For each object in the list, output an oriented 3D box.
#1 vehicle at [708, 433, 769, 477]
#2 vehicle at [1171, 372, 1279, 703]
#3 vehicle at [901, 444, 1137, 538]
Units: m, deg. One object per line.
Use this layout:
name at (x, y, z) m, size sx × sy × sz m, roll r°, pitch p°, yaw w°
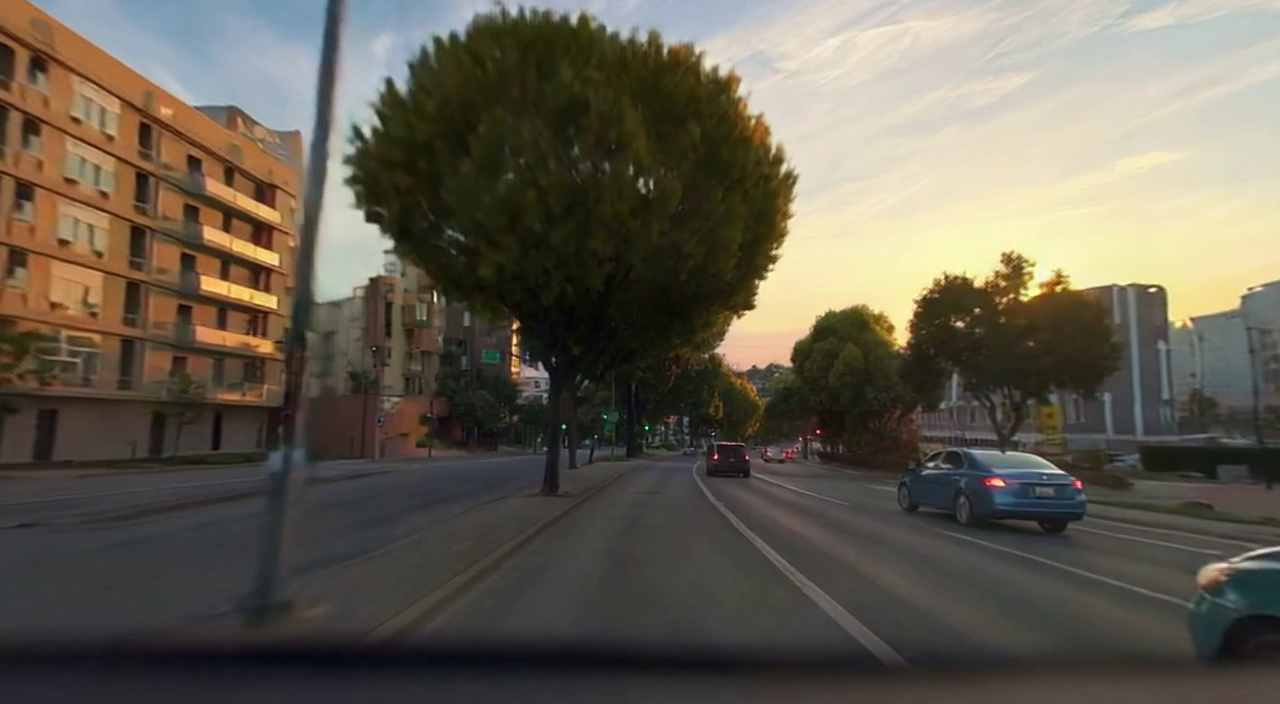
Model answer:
vehicle at (4.452, 4.737, 29.243) m, size 2.154 × 1.844 × 4.634 m, roll 0°, pitch -8°, yaw 2°
vehicle at (3.321, 0.668, 0.733) m, size 1.901 × 1.634 × 3.952 m, roll 0°, pitch -8°, yaw 0°
vehicle at (7.177, 2.620, 12.654) m, size 1.899 × 1.496 × 4.559 m, roll 0°, pitch -8°, yaw 0°
